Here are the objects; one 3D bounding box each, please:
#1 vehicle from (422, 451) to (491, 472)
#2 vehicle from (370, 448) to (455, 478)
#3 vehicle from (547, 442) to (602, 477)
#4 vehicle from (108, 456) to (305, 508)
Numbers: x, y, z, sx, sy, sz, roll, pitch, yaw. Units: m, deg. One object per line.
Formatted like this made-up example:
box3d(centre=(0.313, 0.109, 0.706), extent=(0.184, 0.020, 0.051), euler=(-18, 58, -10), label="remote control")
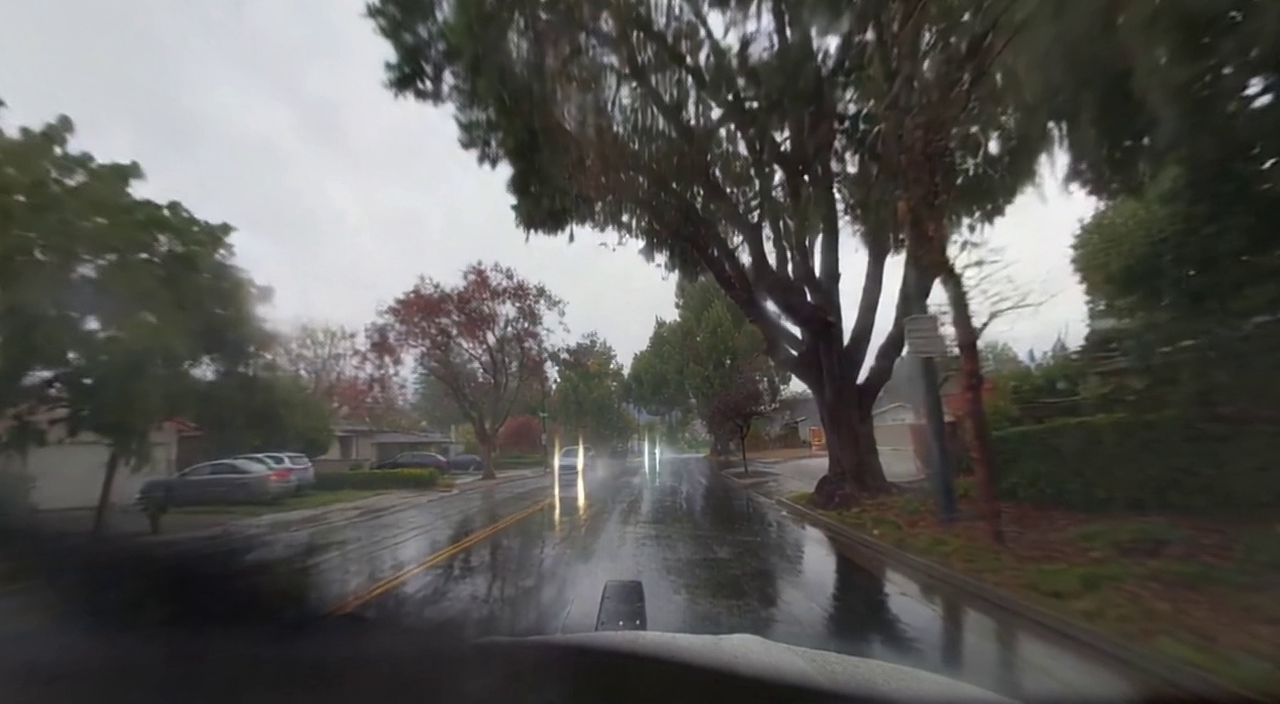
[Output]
box3d(centre=(-13.342, 7.967, 46.028), extent=(4.370, 1.482, 1.926), euler=(-1, -9, 6), label="vehicle")
box3d(centre=(-13.321, 6.506, 37.144), extent=(4.237, 1.687, 1.970), euler=(0, -9, -2), label="vehicle")
box3d(centre=(-3.431, 5.735, 33.945), extent=(2.131, 1.731, 4.533), euler=(-1, -9, 4), label="vehicle")
box3d(centre=(-13.573, 4.083, 20.055), extent=(4.703, 1.487, 2.002), euler=(1, -9, -2), label="vehicle")
